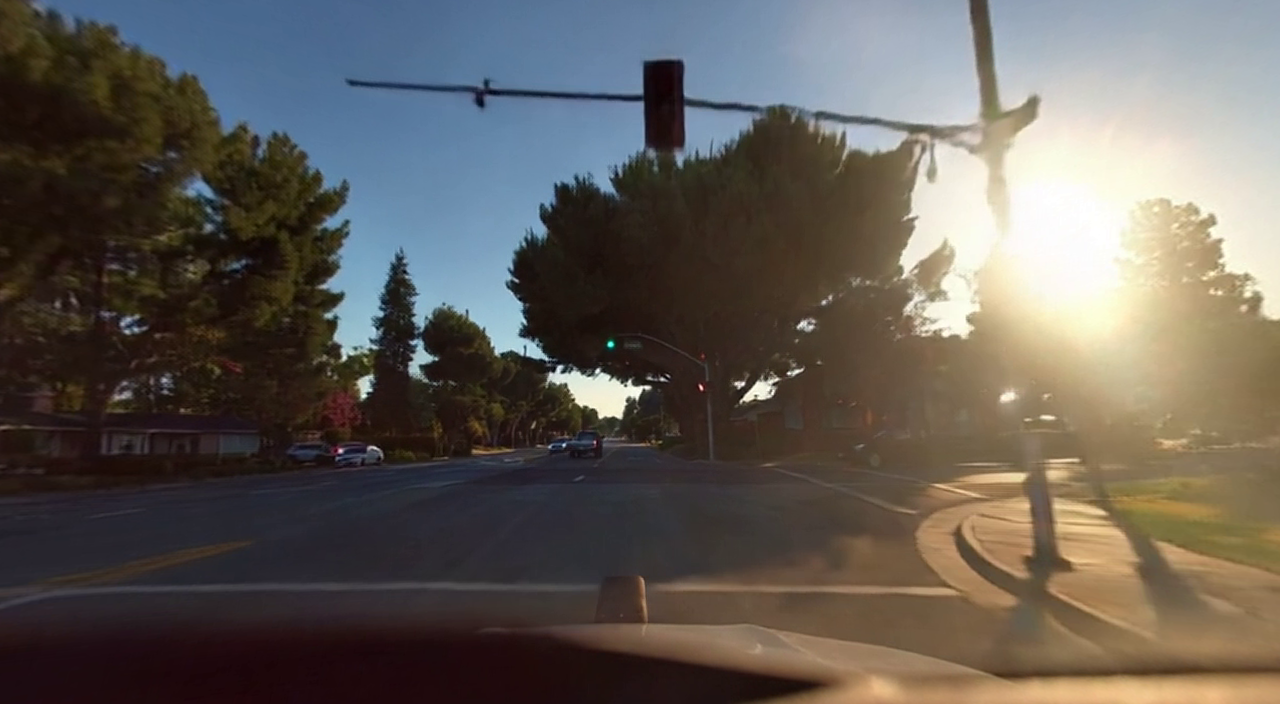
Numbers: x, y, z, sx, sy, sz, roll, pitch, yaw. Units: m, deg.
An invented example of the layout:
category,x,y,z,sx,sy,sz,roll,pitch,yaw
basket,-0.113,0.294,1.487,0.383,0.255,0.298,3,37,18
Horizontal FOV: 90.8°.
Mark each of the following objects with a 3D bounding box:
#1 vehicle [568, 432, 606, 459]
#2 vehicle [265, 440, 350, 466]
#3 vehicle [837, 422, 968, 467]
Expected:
category,x,y,z,sx,sy,sz,roll,pitch,yaw
vehicle,-4.040,7.298,49.250,2.508,2.001,5.880,0,-9,0
vehicle,-23.055,6.995,43.870,4.772,1.745,2.058,-1,-9,5
vehicle,10.696,3.803,26.004,4.500,1.761,1.975,0,-9,0
